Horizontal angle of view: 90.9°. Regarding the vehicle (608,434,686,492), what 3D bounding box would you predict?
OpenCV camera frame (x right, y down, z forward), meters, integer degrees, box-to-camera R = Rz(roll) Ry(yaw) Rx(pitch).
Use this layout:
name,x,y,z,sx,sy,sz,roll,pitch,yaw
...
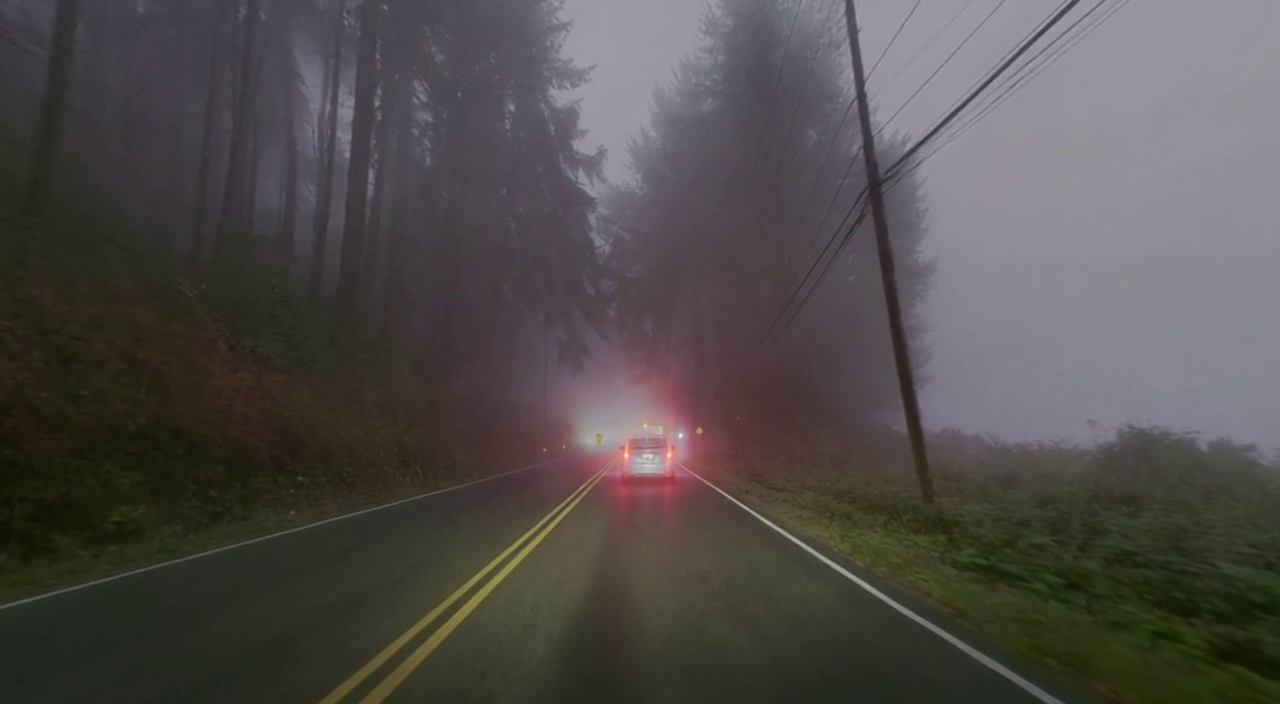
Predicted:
name,x,y,z,sx,sy,sz,roll,pitch,yaw
vehicle,0.172,3.237,18.689,2.081,1.503,3.726,0,-8,-1
